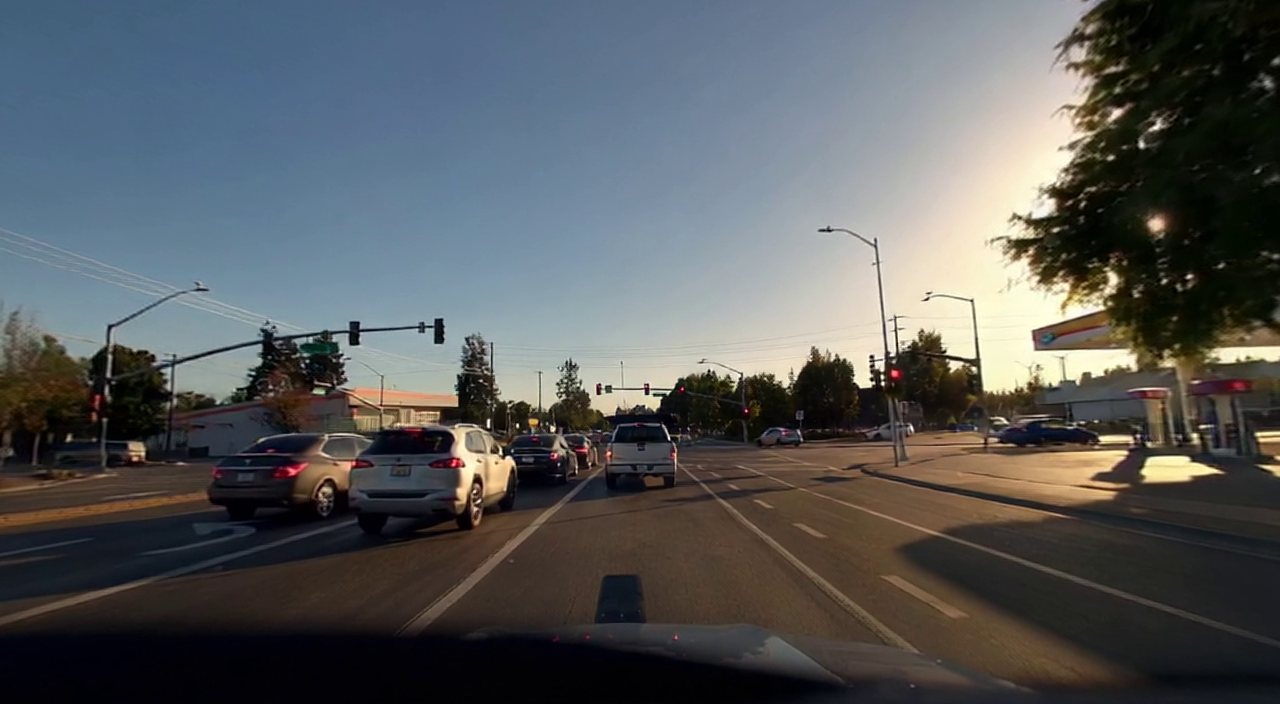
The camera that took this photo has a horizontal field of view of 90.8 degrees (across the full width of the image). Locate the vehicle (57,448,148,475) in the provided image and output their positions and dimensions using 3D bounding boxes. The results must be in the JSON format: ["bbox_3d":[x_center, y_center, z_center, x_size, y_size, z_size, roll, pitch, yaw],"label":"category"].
[{"bbox_3d":[-36.419,7.404,42.849,4.661,1.456,1.817,-3,-7,2],"label":"vehicle"}]

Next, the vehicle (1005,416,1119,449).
[{"bbox_3d":[27.902,5.343,41.902,5.782,1.950,2.225,-2,-8,3],"label":"vehicle"}]

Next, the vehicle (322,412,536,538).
[{"bbox_3d":[-3.253,2.009,10.867,2.096,1.718,4.266,0,-9,2],"label":"vehicle"}]

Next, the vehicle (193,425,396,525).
[{"bbox_3d":[-6.379,2.291,12.227,1.790,1.605,3.696,0,-9,0],"label":"vehicle"}]

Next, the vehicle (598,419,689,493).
[{"bbox_3d":[0.104,2.945,18.121,2.224,1.819,5.005,0,-9,0],"label":"vehicle"}]

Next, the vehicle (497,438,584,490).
[{"bbox_3d":[-2.910,3.386,19.391,1.881,1.424,4.098,0,-9,2],"label":"vehicle"}]

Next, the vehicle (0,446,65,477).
[{"bbox_3d":[-40.777,6.995,40.412,5.808,1.893,2.225,0,-9,2],"label":"vehicle"}]

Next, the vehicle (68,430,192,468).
[{"bbox_3d":[-37.646,7.204,46.785,6.971,2.685,2.340,0,-9,0],"label":"vehicle"}]
